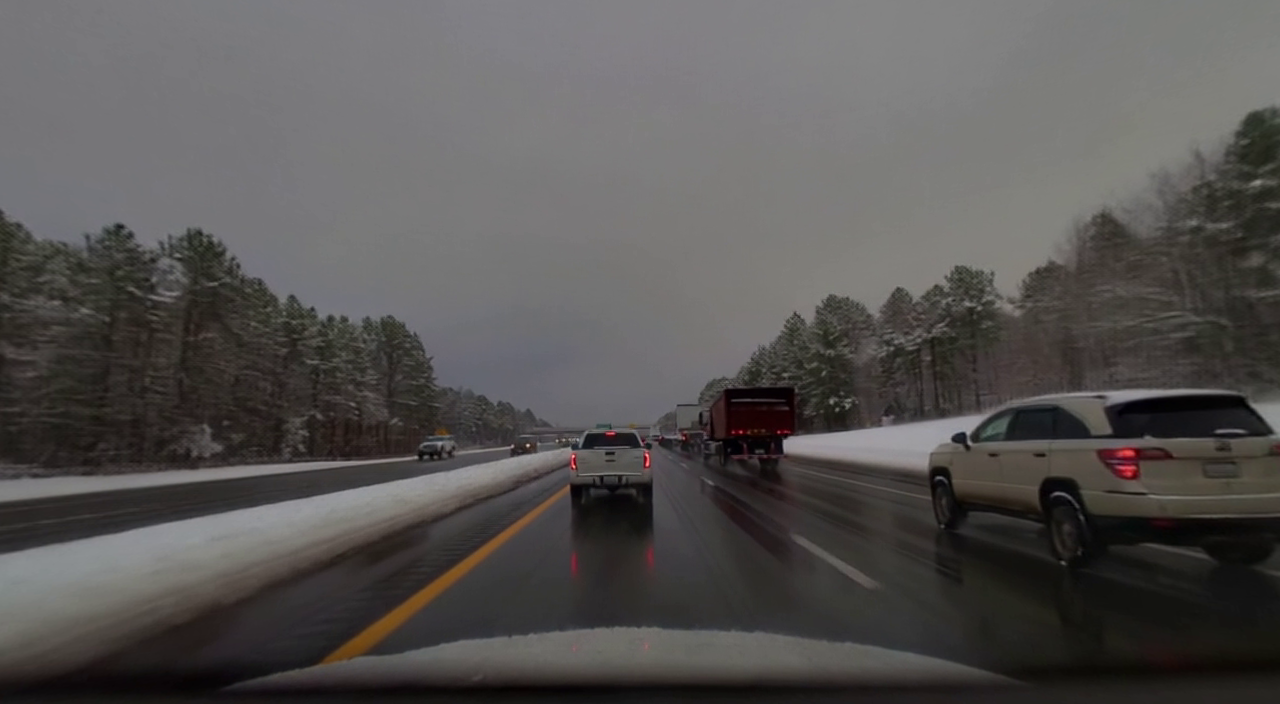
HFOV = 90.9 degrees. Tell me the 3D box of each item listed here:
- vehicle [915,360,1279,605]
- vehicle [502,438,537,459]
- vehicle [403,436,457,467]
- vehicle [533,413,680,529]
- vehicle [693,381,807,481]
[{"bbox_3d":[4.938,1.263,6.918,2.011,1.905,3.905,0,-8,0],"label":"vehicle"},{"bbox_3d":[-8.829,7.059,46.312,1.756,1.446,3.661,0,-8,2],"label":"vehicle"},{"bbox_3d":[-13.440,6.370,40.629,1.949,1.833,4.237,0,-8,1],"label":"vehicle"},{"bbox_3d":[-0.505,1.958,11.026,2.082,1.638,4.055,0,-8,-1],"label":"vehicle"},{"bbox_3d":[3.720,2.960,23.550,2.723,3.027,8.478,0,-8,0],"label":"vehicle"}]
